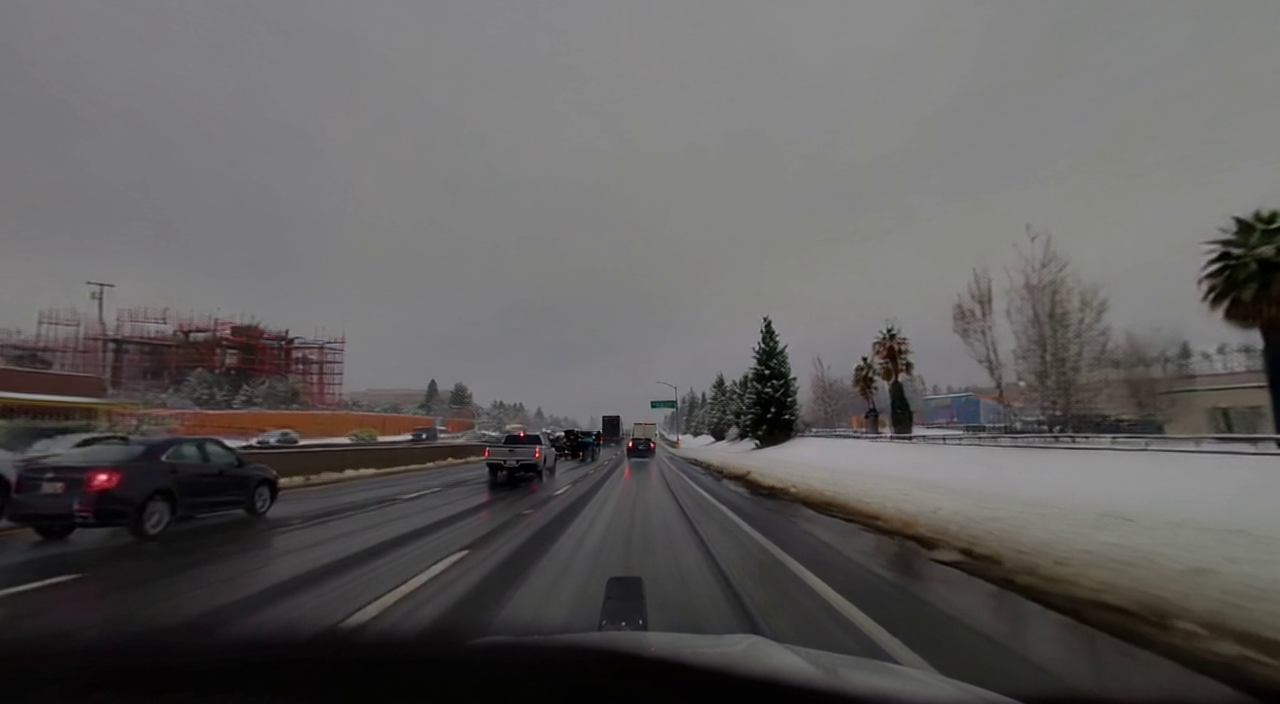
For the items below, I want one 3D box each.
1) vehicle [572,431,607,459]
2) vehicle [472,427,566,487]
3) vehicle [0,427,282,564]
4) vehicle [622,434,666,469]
[{"bbox_3d":[-3.780,7.078,48.142,2.203,1.958,4.848,0,-8,1],"label":"vehicle"},{"bbox_3d":[-3.807,3.399,20.739,2.108,1.740,4.549,0,-8,1],"label":"vehicle"},{"bbox_3d":[-7.449,1.878,9.107,1.949,1.476,4.410,0,-8,0],"label":"vehicle"},{"bbox_3d":[0.193,5.048,32.236,2.136,1.678,4.052,0,-8,0],"label":"vehicle"}]
